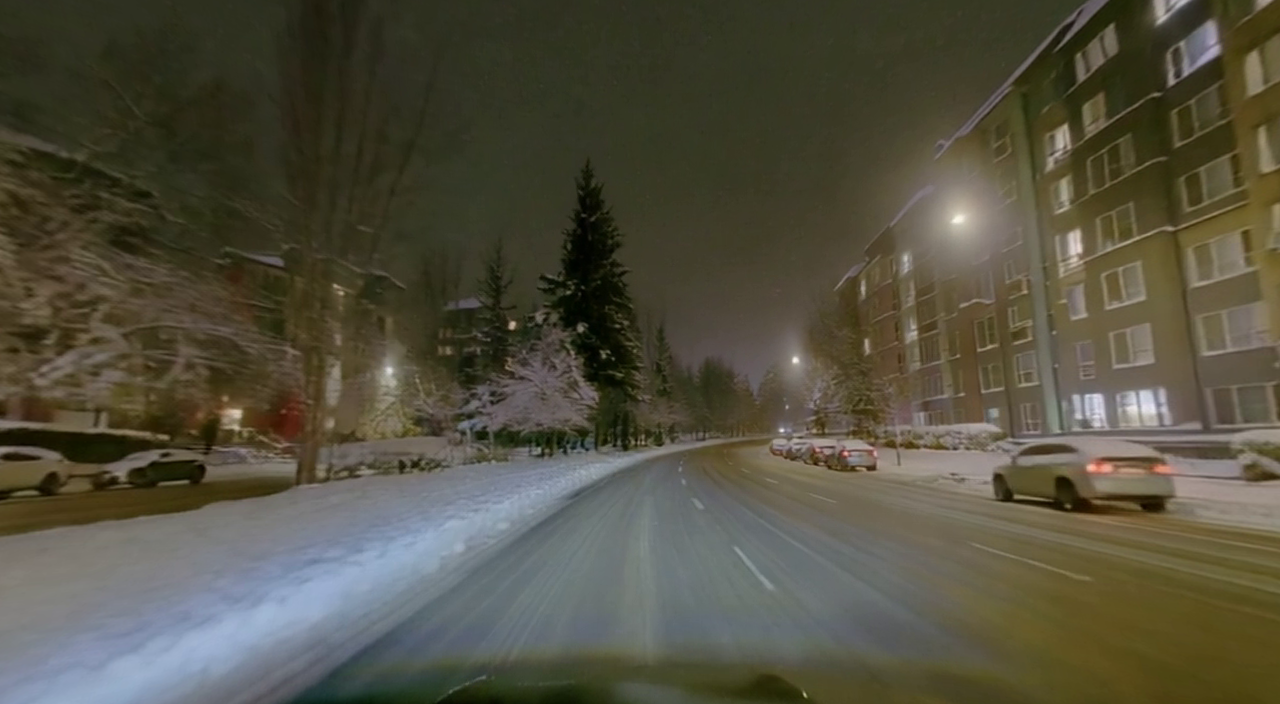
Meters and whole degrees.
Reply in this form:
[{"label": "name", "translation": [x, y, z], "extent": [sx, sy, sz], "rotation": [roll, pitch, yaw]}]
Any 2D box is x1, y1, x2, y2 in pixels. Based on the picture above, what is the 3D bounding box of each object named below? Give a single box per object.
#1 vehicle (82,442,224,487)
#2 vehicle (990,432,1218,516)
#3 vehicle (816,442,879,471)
[{"label": "vehicle", "translation": [-18.799, 4.402, 24.716], "extent": [2.003, 1.505, 4.332], "rotation": [-2, -10, 2]}, {"label": "vehicle", "translation": [10.350, 2.722, 14.672], "extent": [1.992, 1.615, 4.460], "rotation": [0, -8, 2]}, {"label": "vehicle", "translation": [11.166, 5.650, 34.299], "extent": [1.897, 1.455, 4.586], "rotation": [0, -8, 1]}]
